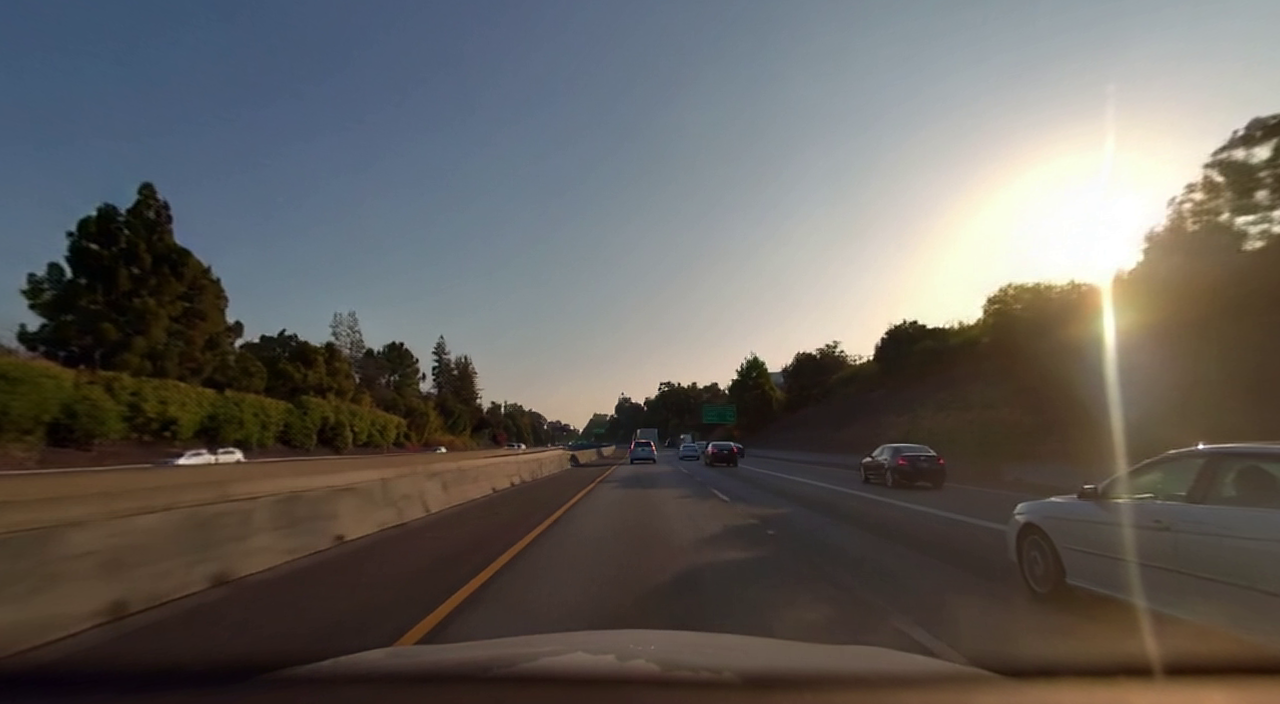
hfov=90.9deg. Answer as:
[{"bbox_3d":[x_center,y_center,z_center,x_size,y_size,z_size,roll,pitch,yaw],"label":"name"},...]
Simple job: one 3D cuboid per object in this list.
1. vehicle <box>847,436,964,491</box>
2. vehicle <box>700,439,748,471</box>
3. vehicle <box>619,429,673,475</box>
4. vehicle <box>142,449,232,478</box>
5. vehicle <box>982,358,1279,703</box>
[{"bbox_3d":[8.090,3.404,19.676,1.810,1.516,4.183,0,-8,0],"label":"vehicle"},{"bbox_3d":[4.201,5.213,32.142,1.825,1.487,4.034,0,-8,-1],"label":"vehicle"},{"bbox_3d":[0.235,4.400,27.934,2.189,1.852,4.038,0,-8,0],"label":"vehicle"},{"bbox_3d":[-27.425,6.735,38.370,1.964,1.614,4.627,-1,-8,1],"label":"vehicle"},{"bbox_3d":[3.742,0.876,2.801,2.003,1.661,4.418,-1,-8,1],"label":"vehicle"}]
